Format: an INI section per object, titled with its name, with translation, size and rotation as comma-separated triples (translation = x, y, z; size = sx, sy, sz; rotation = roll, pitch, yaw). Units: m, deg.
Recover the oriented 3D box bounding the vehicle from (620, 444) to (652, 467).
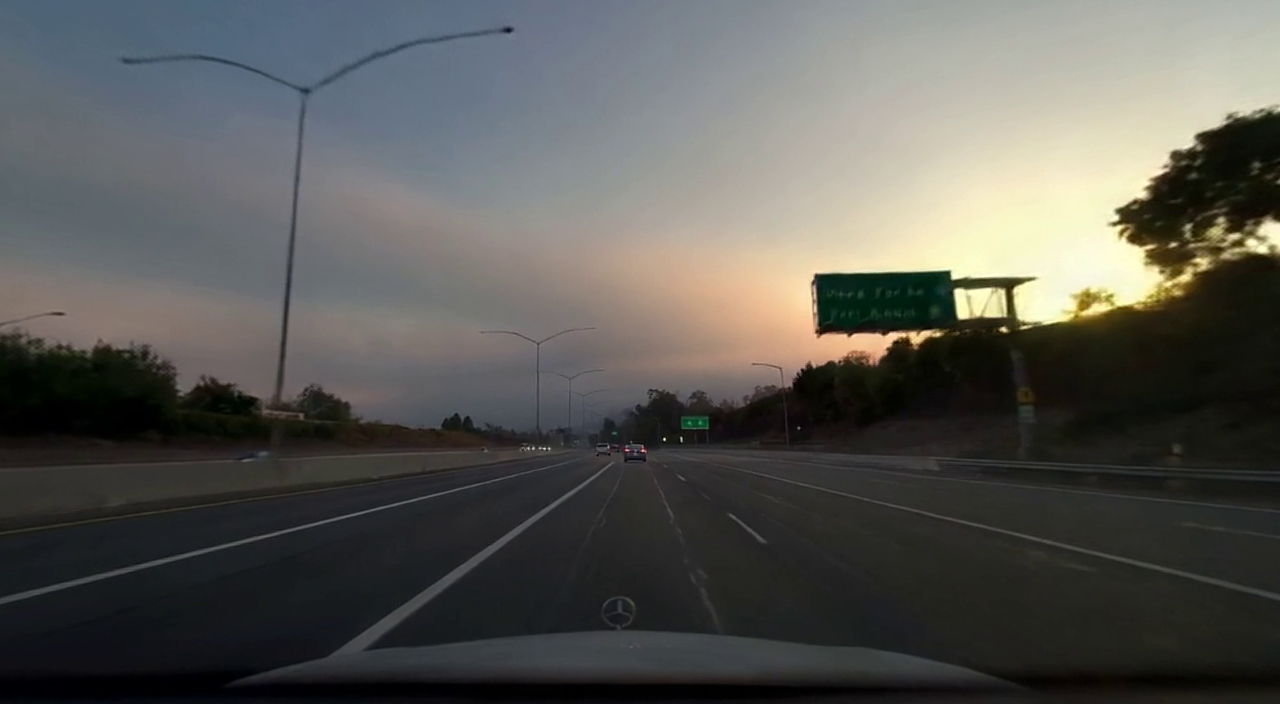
[vehicle]
translation = -0.359, 7.203, 44.104
size = 2.118, 1.466, 4.165
rotation = 0, -9, -2
